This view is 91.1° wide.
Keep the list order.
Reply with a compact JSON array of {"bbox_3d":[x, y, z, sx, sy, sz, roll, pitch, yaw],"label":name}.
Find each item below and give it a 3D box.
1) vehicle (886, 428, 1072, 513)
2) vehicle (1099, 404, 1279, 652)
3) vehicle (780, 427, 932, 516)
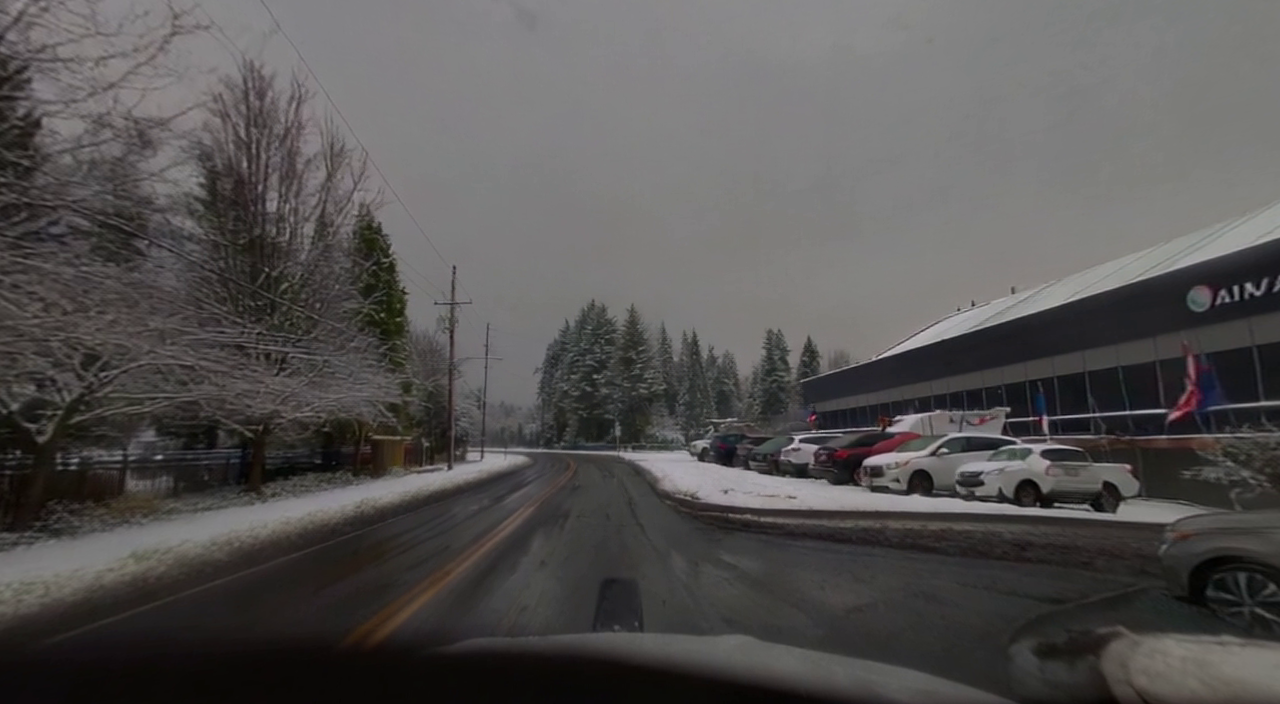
[{"bbox_3d":[7.913,2.810,15.312,1.924,1.713,4.627,0,-9,0],"label":"vehicle"},{"bbox_3d":[6.531,1.317,4.552,2.113,1.945,4.546,4,-10,-26],"label":"vehicle"},{"bbox_3d":[5.112,2.884,15.606,1.977,1.860,4.237,0,-9,-4],"label":"vehicle"}]
